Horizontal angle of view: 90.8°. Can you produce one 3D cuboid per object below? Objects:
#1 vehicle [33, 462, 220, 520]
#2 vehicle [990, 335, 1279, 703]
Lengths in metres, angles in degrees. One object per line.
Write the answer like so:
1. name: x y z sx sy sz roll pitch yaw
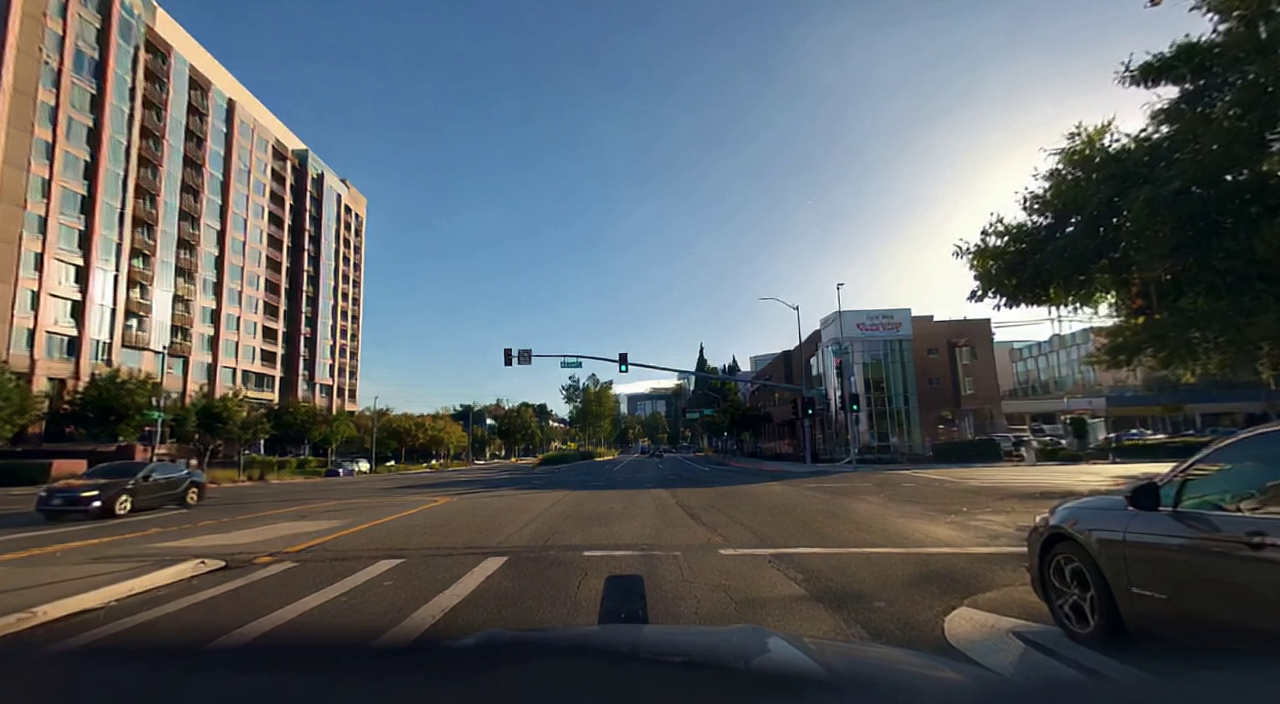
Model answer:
1. vehicle: -15.501 4.170 19.478 1.903 1.431 4.545 0 -8 1
2. vehicle: 3.386 0.725 1.920 1.973 1.697 4.377 0 -8 -2
